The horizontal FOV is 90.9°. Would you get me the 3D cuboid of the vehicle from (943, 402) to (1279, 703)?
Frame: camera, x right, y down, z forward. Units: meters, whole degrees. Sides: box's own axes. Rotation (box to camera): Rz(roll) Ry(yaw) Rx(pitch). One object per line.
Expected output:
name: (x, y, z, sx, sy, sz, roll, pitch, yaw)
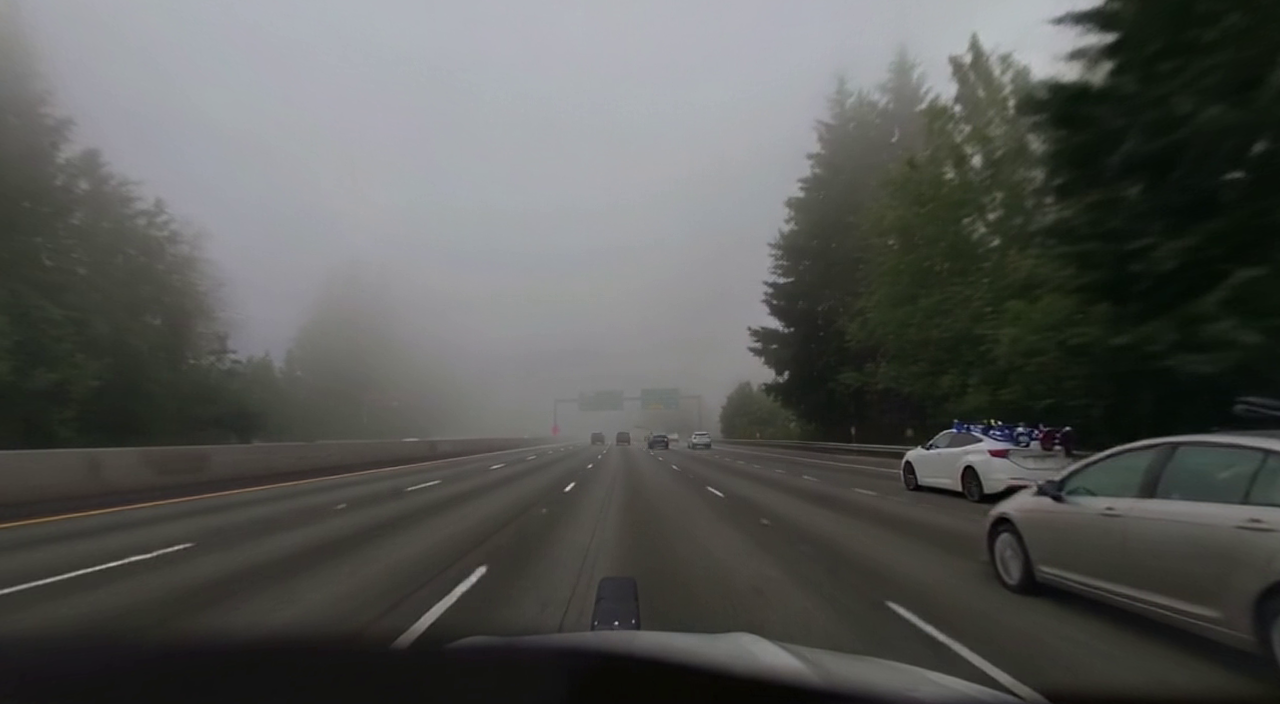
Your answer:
vehicle: (3.801, 1.017, 3.262, 2.094, 1.441, 4.568, 0, -7, -2)
